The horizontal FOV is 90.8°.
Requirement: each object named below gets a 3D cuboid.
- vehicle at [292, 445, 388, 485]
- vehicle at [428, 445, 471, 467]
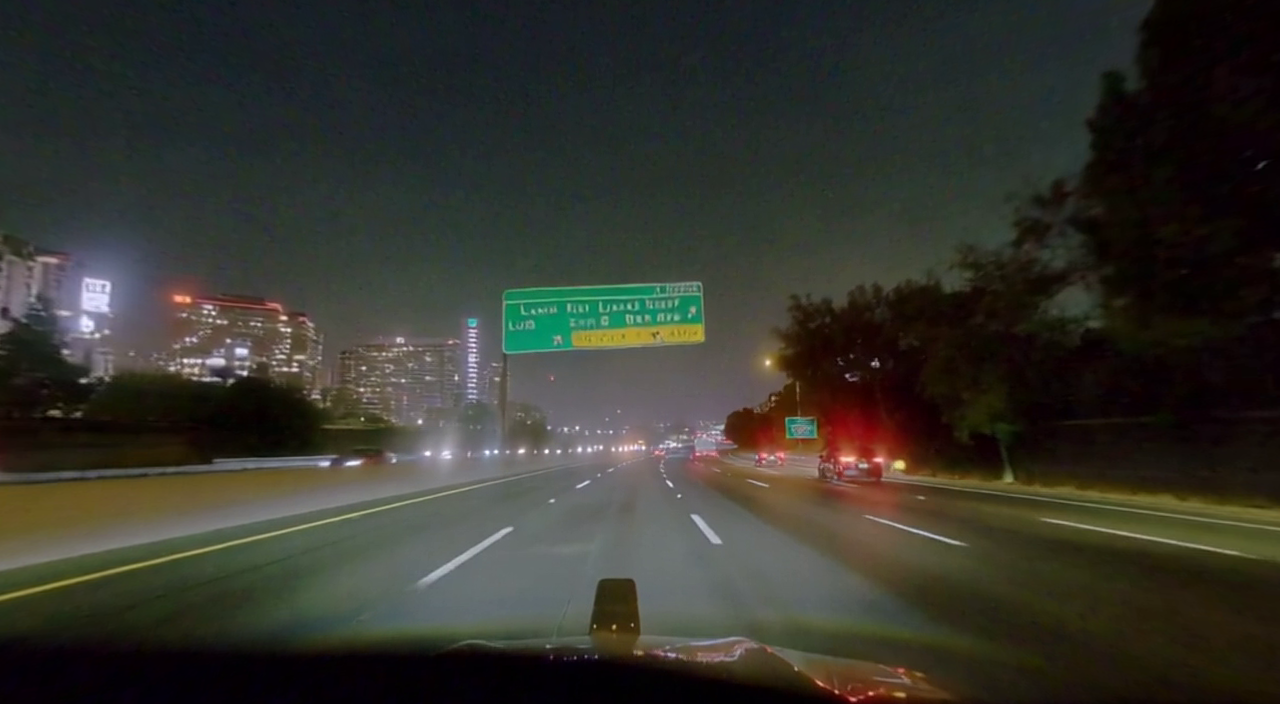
[{"bbox_3d":[-12.188,4.586,25.986,1.880,1.469,4.087,0,-9,1],"label":"vehicle"},{"bbox_3d":[-14.968,8.181,49.874,1.867,1.588,4.237,-1,-9,2],"label":"vehicle"}]
